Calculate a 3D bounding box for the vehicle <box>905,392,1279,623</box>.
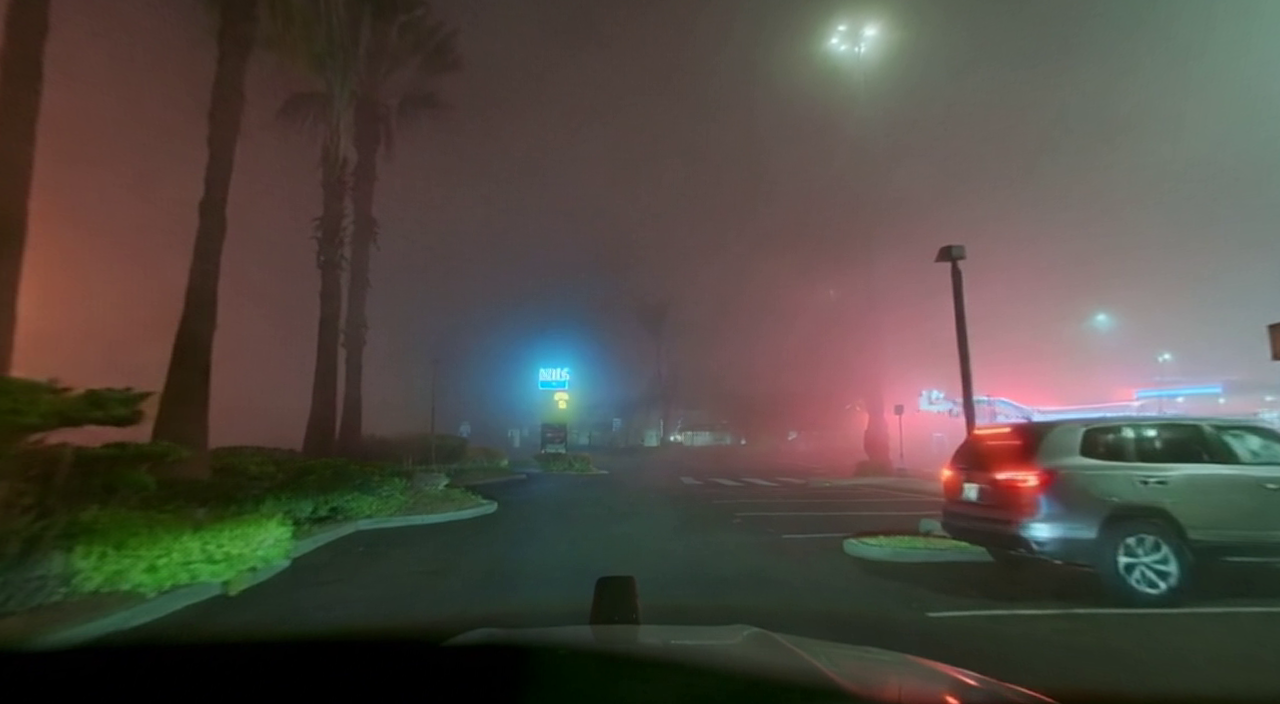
[{"bbox_3d":[5.432,1.416,6.315,4.560,1.818,2.148,1,-8,-4],"label":"vehicle"}]
